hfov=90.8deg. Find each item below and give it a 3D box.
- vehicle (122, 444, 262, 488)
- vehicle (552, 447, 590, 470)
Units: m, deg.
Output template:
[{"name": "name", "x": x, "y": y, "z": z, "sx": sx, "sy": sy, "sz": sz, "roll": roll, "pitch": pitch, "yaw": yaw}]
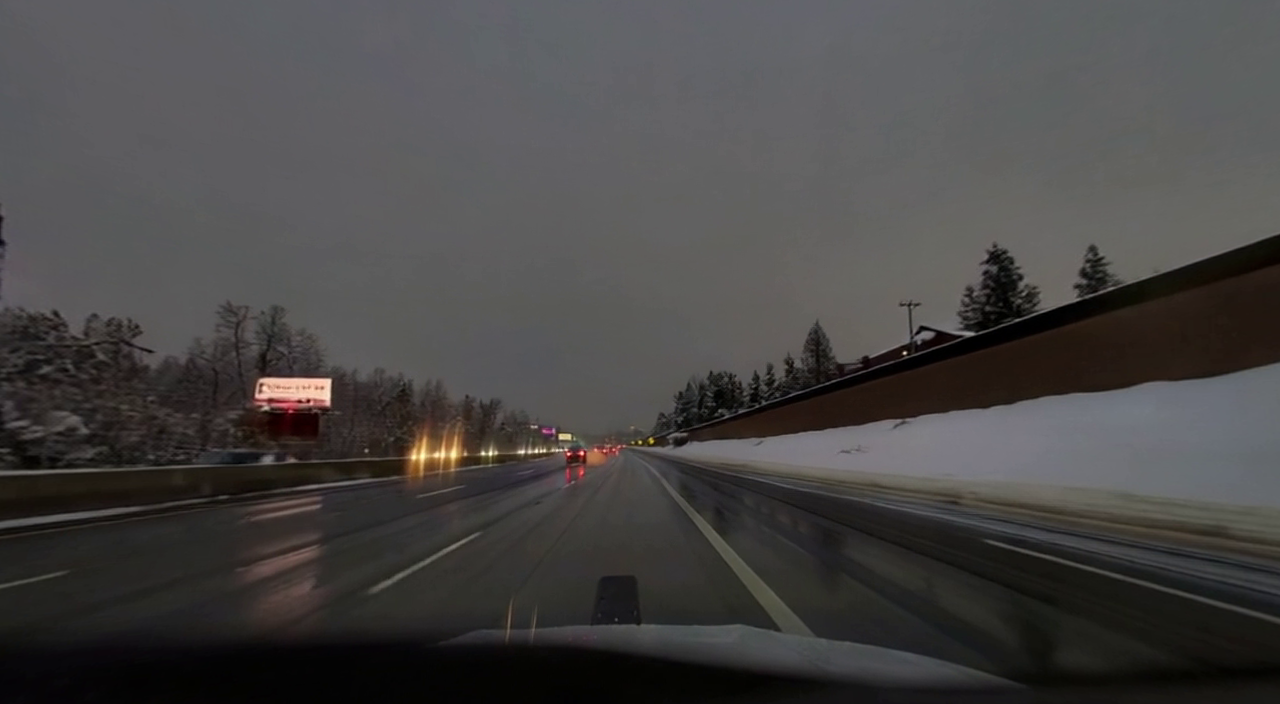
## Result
[{"name": "vehicle", "x": -18.552, "y": 4.689, "z": 26.539, "sx": 2.273, "sy": 1.652, "sz": 4.927, "roll": 0, "pitch": -8, "yaw": 0}, {"name": "vehicle", "x": -4.617, "y": 7.179, "z": 42.923, "sx": 2.078, "sy": 1.457, "sz": 4.648, "roll": 0, "pitch": -8, "yaw": 0}]
